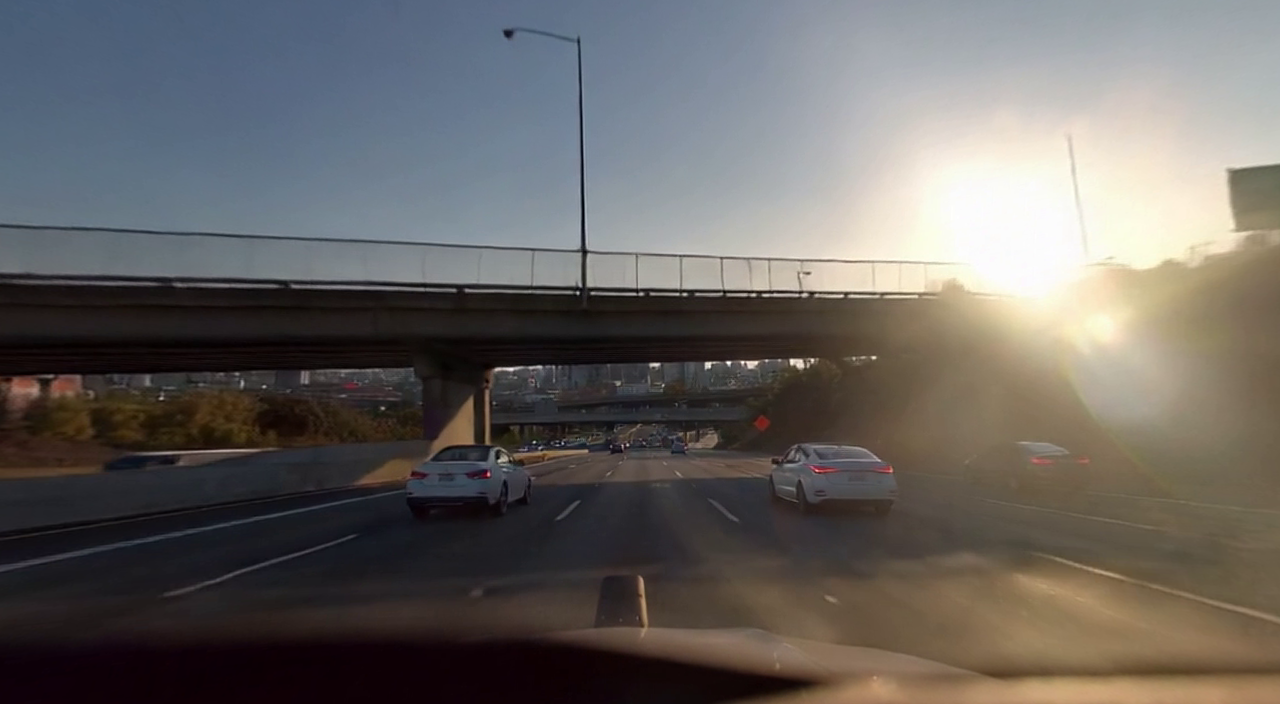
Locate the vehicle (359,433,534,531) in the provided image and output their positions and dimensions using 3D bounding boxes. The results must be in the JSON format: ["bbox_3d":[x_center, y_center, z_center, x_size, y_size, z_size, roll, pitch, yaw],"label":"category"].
[{"bbox_3d":[-3.442,2.392,12.232,1.975,1.536,4.295,0,-8,1],"label":"vehicle"}]

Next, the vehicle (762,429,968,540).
[{"bbox_3d":[3.489,2.120,10.765,1.961,1.504,4.094,0,-8,-1],"label":"vehicle"}]

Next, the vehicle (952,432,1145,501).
[{"bbox_3d":[10.281,2.888,16.399,2.019,1.529,4.385,0,-8,-1],"label":"vehicle"}]
